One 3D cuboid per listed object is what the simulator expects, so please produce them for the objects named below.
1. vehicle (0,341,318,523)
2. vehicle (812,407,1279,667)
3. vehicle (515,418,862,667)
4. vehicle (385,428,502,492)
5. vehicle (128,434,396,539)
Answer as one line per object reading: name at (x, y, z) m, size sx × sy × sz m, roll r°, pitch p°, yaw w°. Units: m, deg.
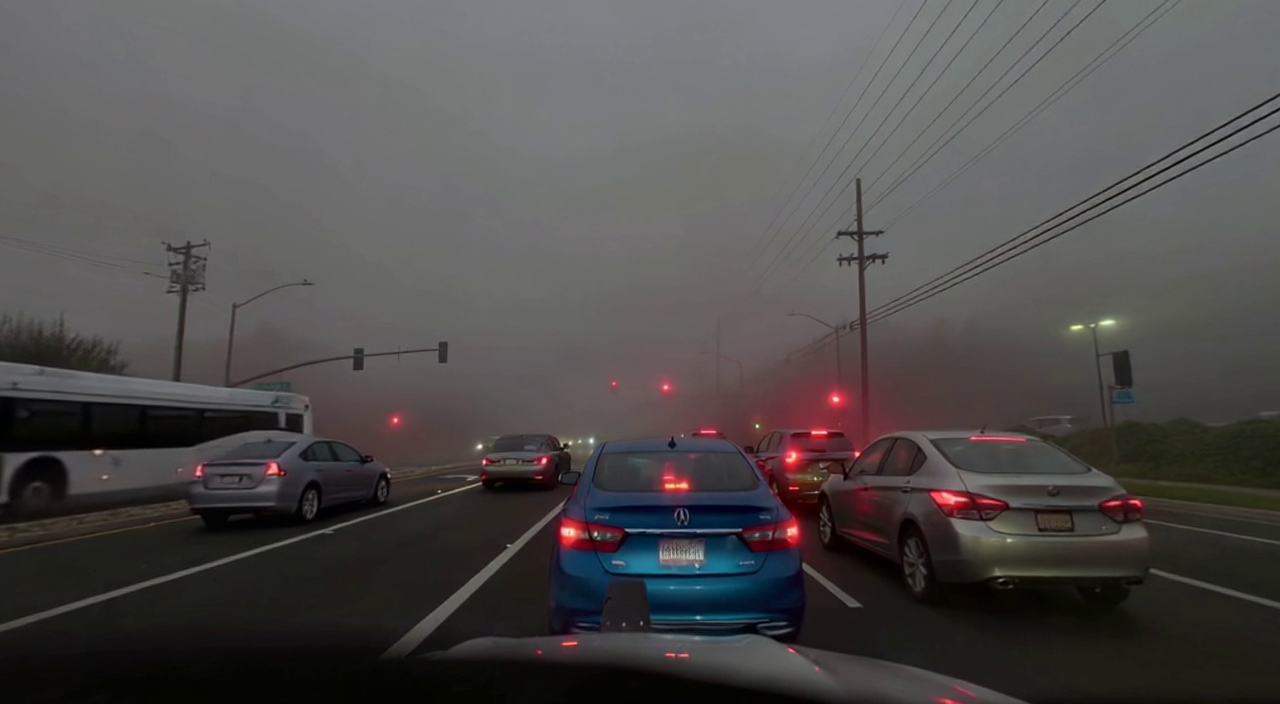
vehicle at (-13.680, 2.283, 17.195) m, size 3.005 × 3.443 × 12.583 m, roll -1°, pitch -8°, yaw 1°
vehicle at (3.142, 1.401, 5.885) m, size 1.870 × 1.523 × 4.096 m, roll 0°, pitch -8°, yaw 0°
vehicle at (0.283, 1.451, 5.897) m, size 2.109 × 1.483 × 3.964 m, roll 0°, pitch -8°, yaw 0°
vehicle at (-6.259, 3.496, 20.900) m, size 2.070 × 1.824 × 5.196 m, roll -1°, pitch -8°, yaw 2°
vehicle at (-6.399, 2.290, 11.514) m, size 1.955 × 1.497 × 4.639 m, roll -1°, pitch -8°, yaw 1°
